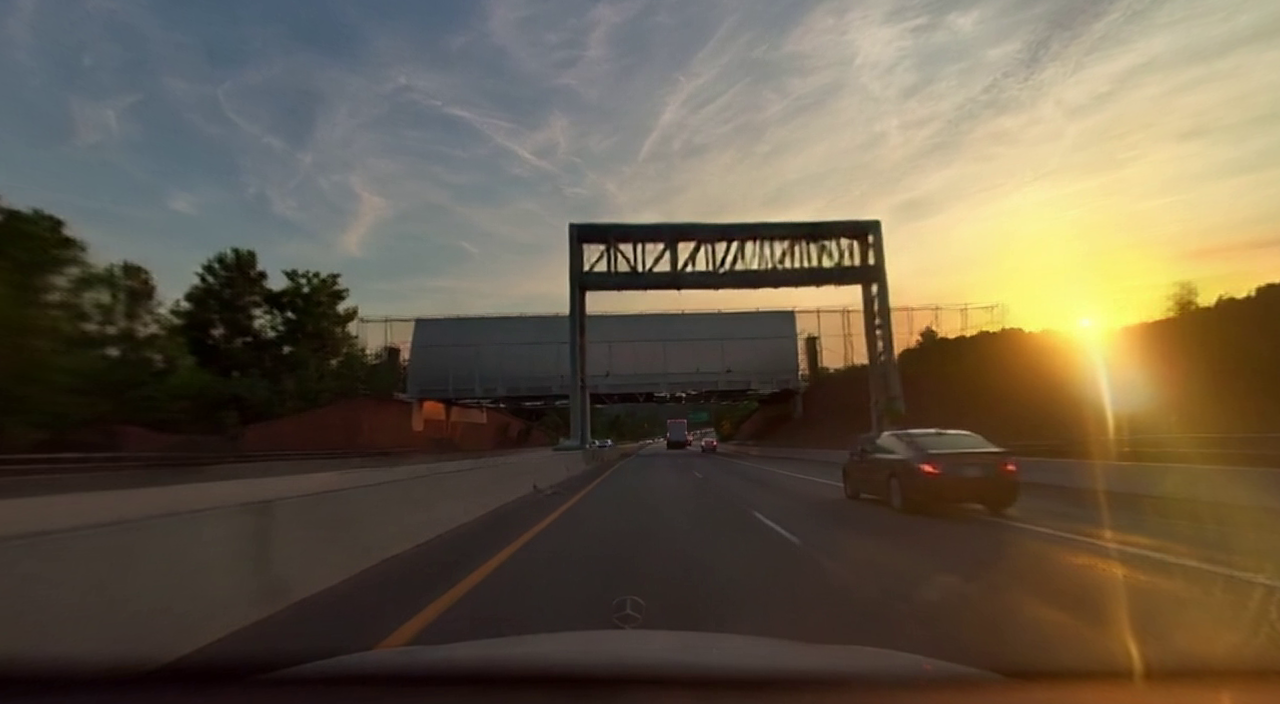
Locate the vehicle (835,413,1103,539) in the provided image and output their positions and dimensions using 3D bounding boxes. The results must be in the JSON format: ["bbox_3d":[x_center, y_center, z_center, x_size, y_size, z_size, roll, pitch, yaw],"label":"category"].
[{"bbox_3d":[4.729,1.841,9.921,1.954,1.550,4.140,0,-8,0],"label":"vehicle"}]
